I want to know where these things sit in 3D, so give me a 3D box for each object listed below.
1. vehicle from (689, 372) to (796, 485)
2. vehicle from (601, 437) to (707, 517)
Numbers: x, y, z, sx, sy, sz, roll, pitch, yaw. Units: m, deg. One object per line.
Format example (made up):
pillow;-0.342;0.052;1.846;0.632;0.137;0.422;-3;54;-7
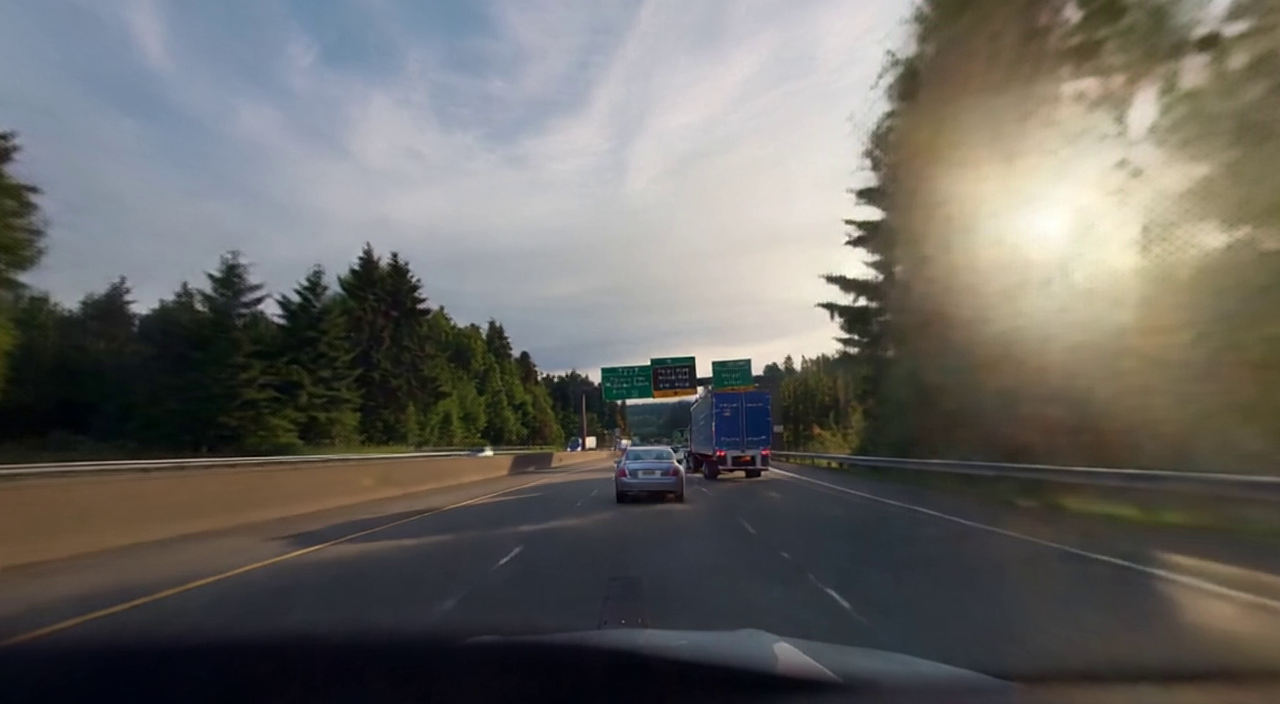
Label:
vehicle;4.176;3.800;29.424;2.960;4.018;13.834;0;-9;1
vehicle;0.280;2.797;14.555;2.039;1.532;4.610;0;-9;0
